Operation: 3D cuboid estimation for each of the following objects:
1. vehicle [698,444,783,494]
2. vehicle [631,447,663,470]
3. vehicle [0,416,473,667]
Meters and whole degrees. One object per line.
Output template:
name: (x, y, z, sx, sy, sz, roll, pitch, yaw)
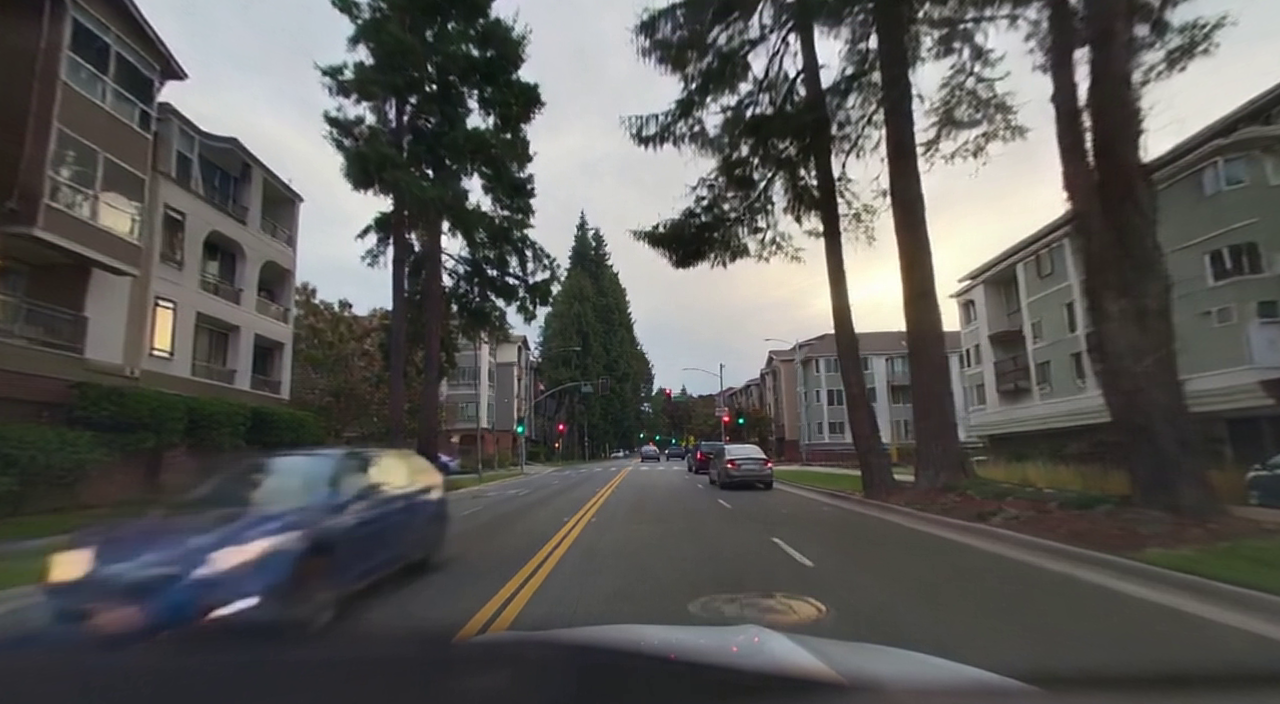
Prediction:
vehicle: (3.239, 3.886, 21.397, 2.078, 1.488, 4.741, 0, -9, 0)
vehicle: (0.403, 7.212, 43.045, 2.097, 1.463, 4.043, 0, -9, -1)
vehicle: (-3.197, 1.545, 6.204, 1.954, 1.618, 4.050, 0, -9, 1)
